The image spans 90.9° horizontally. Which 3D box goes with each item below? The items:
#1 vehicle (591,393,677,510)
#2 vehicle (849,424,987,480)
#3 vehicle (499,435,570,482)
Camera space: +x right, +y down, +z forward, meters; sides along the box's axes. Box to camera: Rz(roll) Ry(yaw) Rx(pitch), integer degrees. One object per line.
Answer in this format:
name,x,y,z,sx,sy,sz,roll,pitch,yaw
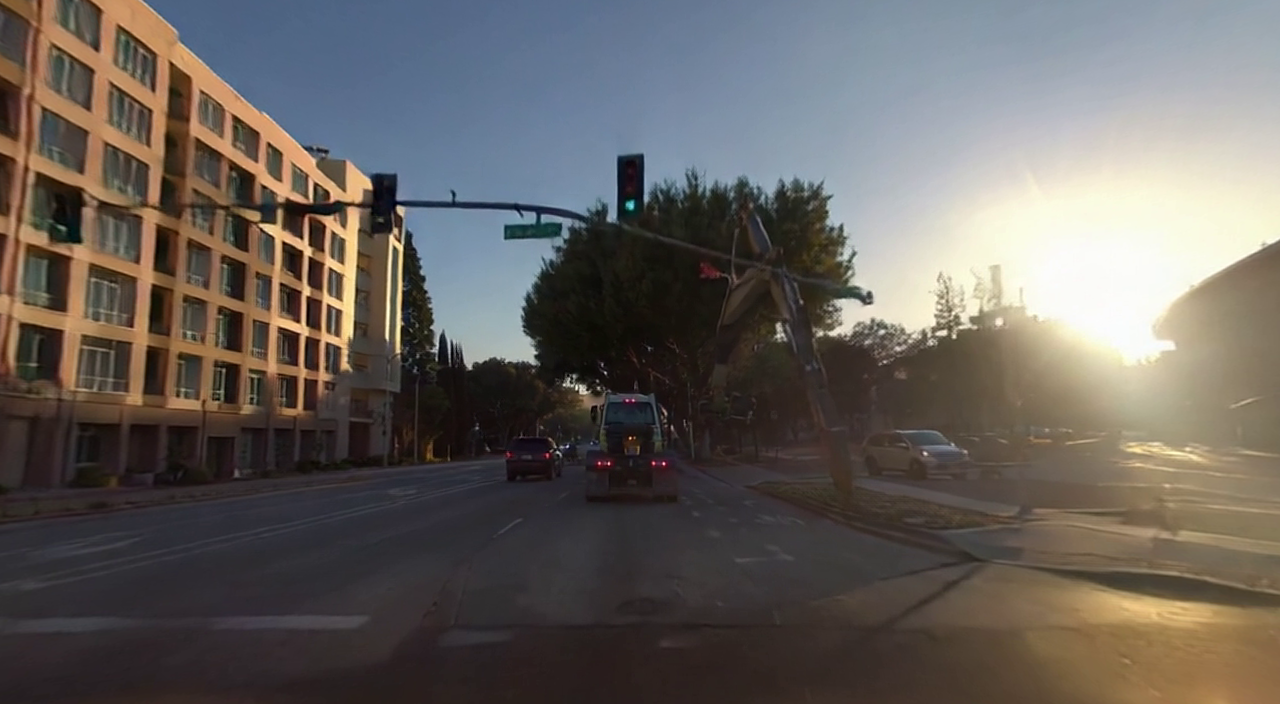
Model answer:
vehicle,-0.381,3.777,24.419,2.552,3.461,11.044,0,-8,-2
vehicle,9.893,3.618,22.976,2.186,1.783,4.716,1,-9,-11
vehicle,-4.063,4.177,25.034,2.081,1.688,4.235,0,-9,0
